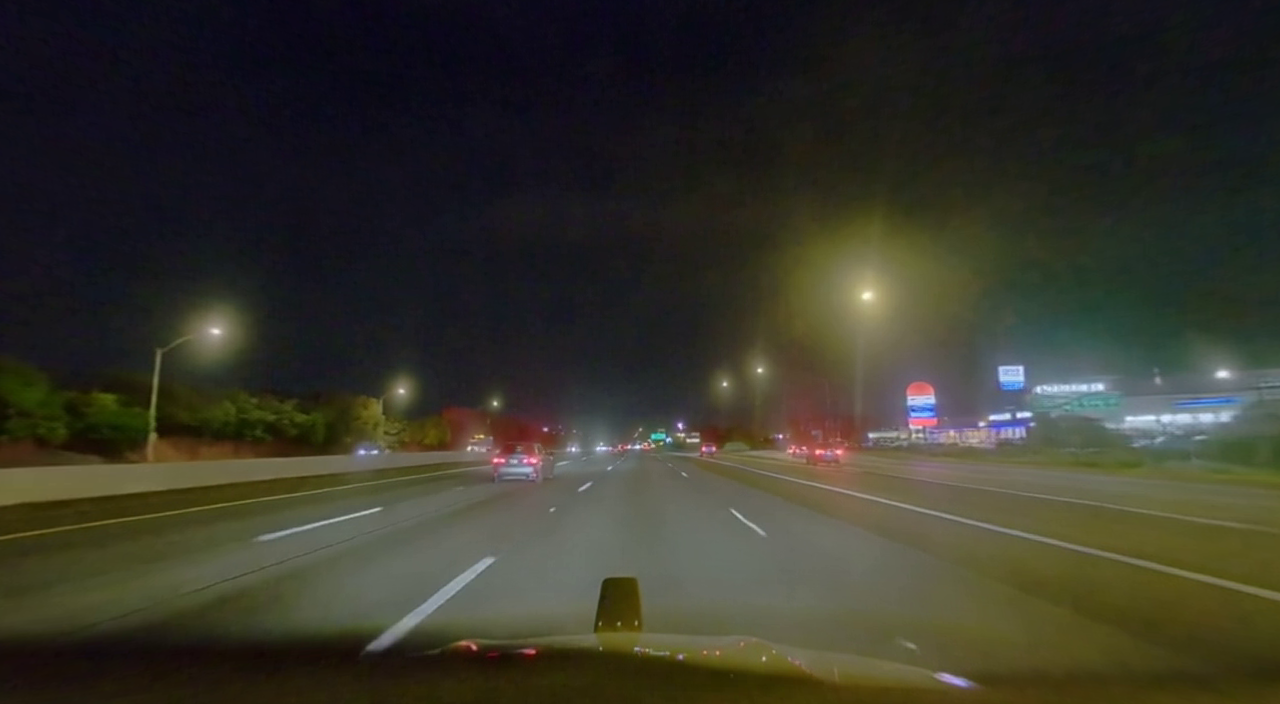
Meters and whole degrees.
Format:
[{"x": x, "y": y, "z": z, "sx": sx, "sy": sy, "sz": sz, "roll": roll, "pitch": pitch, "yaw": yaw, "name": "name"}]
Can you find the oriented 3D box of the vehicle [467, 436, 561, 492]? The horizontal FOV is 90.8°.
[{"x": -3.670, "y": 3.343, "z": 19.224, "sx": 1.939, "sy": 1.508, "sz": 4.272, "roll": 0, "pitch": -8, "yaw": 1, "name": "vehicle"}]
